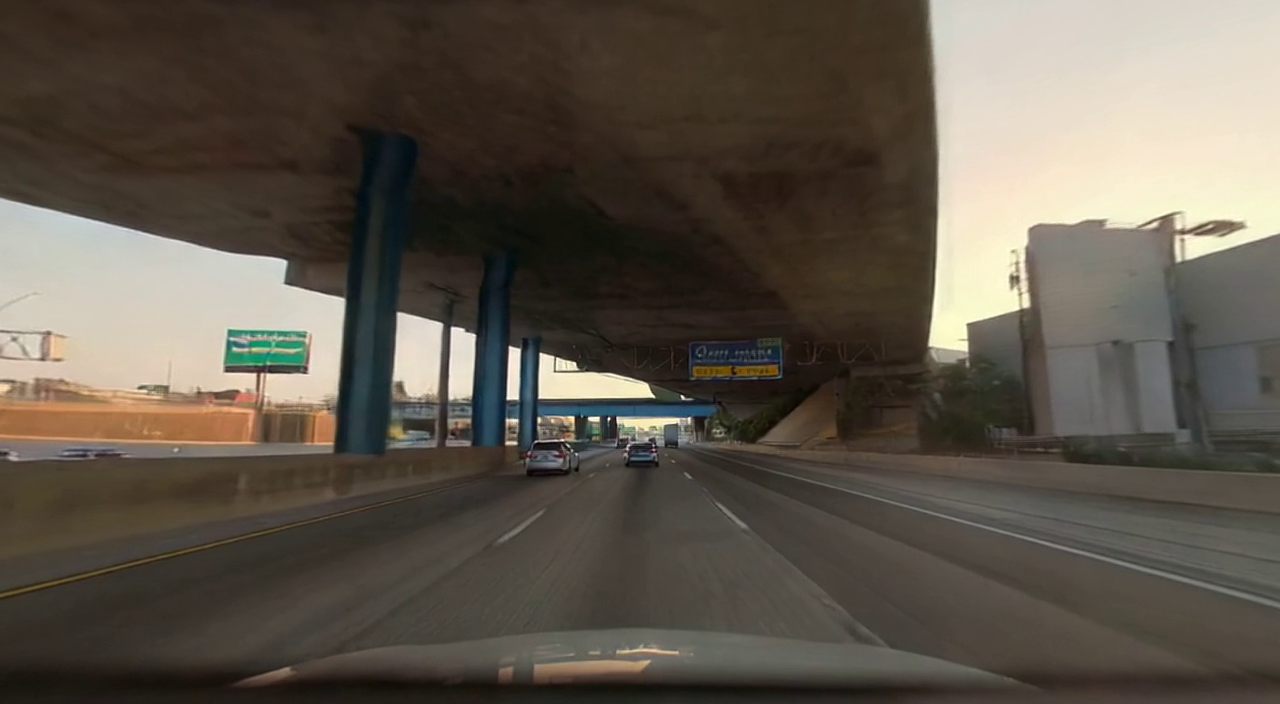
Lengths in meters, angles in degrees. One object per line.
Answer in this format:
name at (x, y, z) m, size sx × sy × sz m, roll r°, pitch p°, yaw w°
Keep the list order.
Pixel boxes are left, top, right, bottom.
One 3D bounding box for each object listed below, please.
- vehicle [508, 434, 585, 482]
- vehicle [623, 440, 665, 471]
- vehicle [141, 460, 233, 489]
vehicle at (-3.329, 3.896, 23.385) m, size 2.064 × 1.589 × 4.213 m, roll 0°, pitch -8°, yaw 2°
vehicle at (0.175, 4.922, 30.288) m, size 1.877 × 1.386 × 3.872 m, roll 0°, pitch -8°, yaw 0°
vehicle at (-35.259, 9.535, 49.380) m, size 2.649 × 1.971 × 5.971 m, roll 0°, pitch -8°, yaw 1°
